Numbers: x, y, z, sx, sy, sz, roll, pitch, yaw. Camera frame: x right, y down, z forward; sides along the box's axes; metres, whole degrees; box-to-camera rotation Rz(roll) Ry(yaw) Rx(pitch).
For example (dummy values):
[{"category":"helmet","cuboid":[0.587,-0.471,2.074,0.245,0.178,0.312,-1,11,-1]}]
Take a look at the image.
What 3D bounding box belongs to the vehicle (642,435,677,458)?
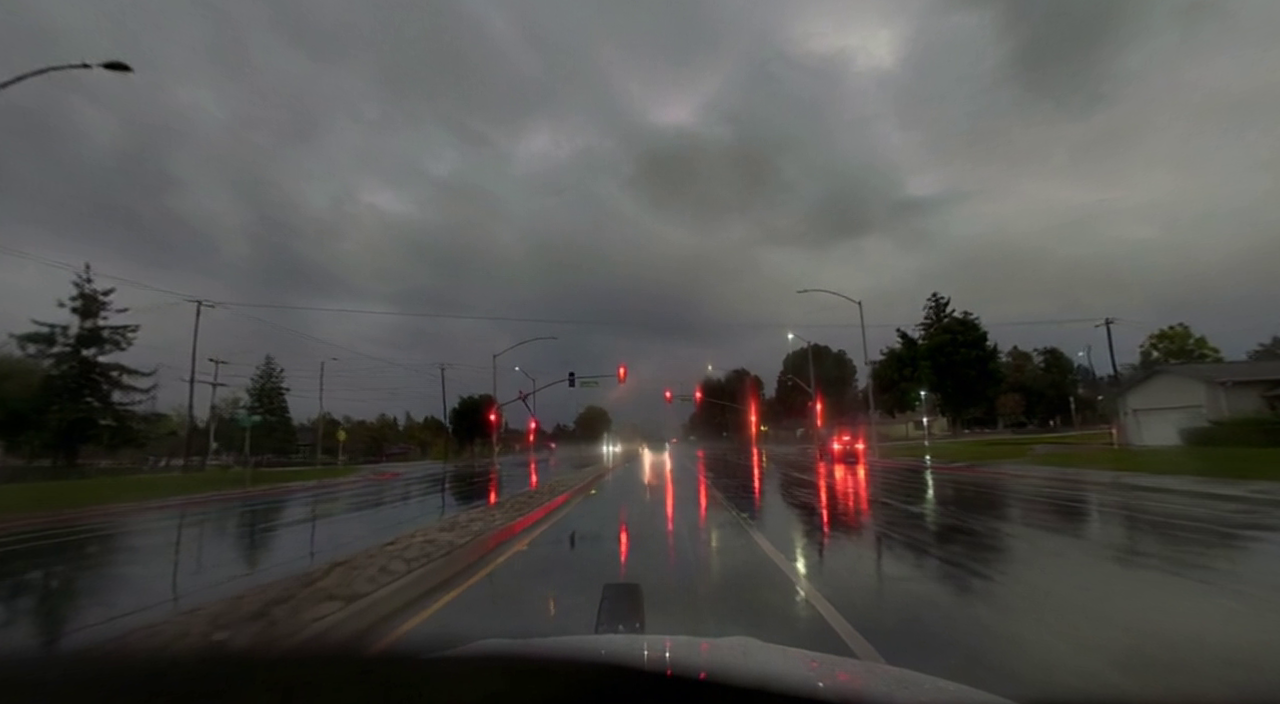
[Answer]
[{"category":"vehicle","cuboid":[1.498,6.987,46.603,2.074,1.570,3.647,0,-8,9]}]
